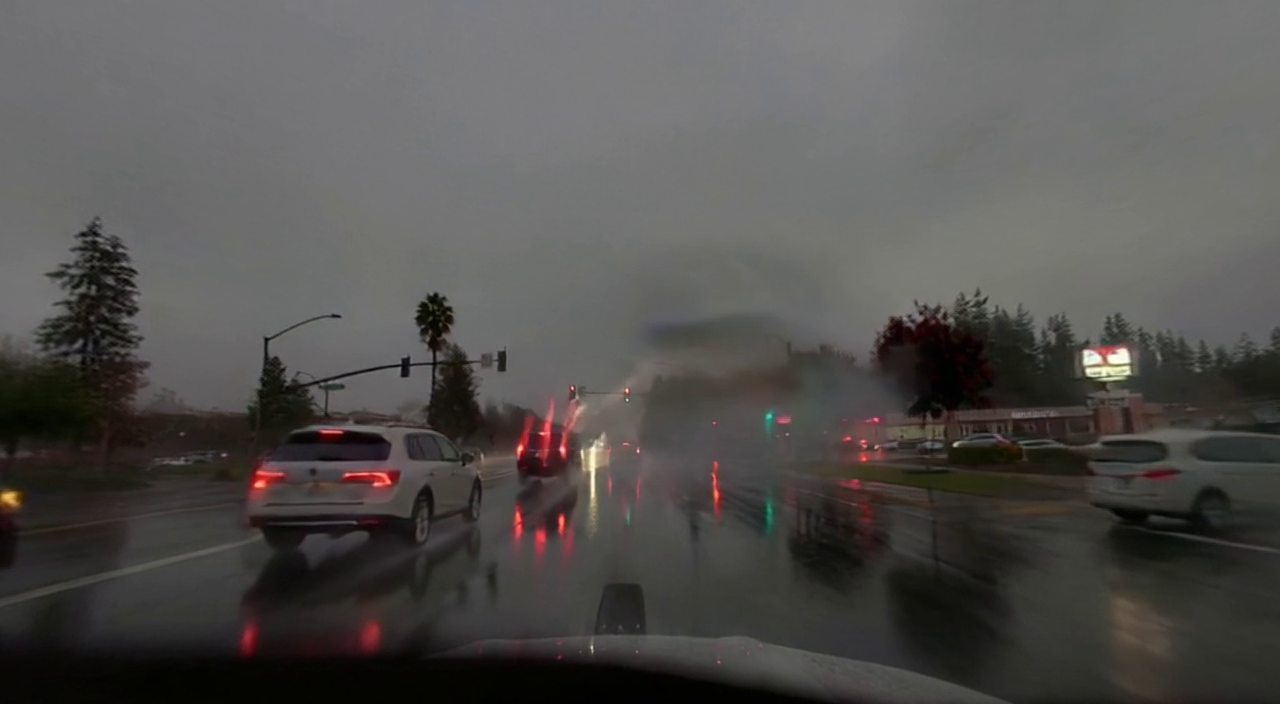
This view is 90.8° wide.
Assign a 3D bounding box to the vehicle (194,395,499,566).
[{"bbox_3d":[-3.803,1.791,9.522,2.159,1.877,4.925,0,-8,1],"label":"vehicle"}]

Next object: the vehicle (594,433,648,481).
[{"bbox_3d":[-0.773,4.325,26.303,2.061,1.809,4.141,0,-8,-1],"label":"vehicle"}]

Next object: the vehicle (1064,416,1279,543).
[{"bbox_3d":[9.807,1.953,10.161,4.734,1.726,2.039,1,-9,-10],"label":"vehicle"}]

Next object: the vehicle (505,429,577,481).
[{"bbox_3d":[-4.112,4.408,27.409,2.252,1.999,5.605,0,-8,0],"label":"vehicle"}]

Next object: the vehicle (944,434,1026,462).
[{"bbox_3d":[26.662,7.424,48.956,5.039,1.877,2.076,-3,-8,-1],"label":"vehicle"}]
